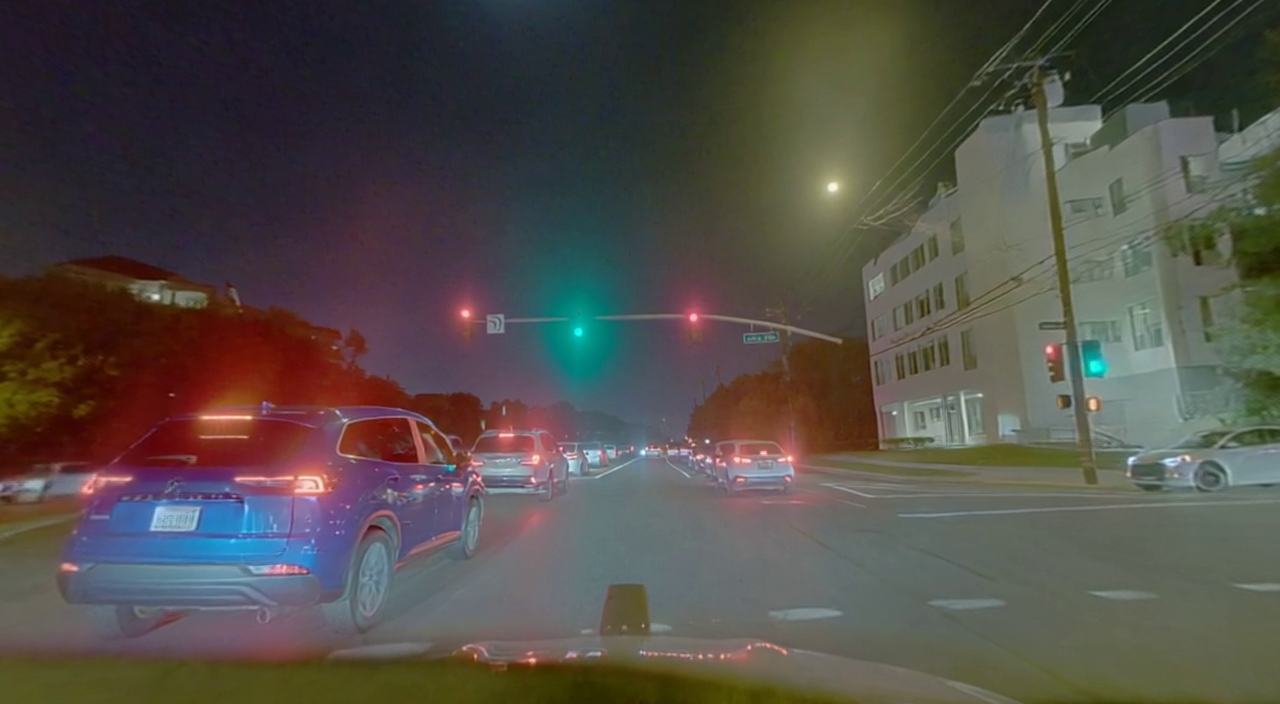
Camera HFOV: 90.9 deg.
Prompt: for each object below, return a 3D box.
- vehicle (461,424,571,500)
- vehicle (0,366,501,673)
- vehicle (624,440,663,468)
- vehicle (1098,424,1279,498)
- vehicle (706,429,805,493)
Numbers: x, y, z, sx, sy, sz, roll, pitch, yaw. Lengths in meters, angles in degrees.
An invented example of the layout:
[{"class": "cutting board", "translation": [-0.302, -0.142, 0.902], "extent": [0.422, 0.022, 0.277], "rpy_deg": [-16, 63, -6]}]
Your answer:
[{"class": "vehicle", "translation": [-3.121, 2.874, 16.850], "extent": [1.958, 1.744, 4.315], "rpy_deg": [0, -8, 1]}, {"class": "vehicle", "translation": [-2.916, 1.274, 5.848], "extent": [2.127, 1.754, 4.287], "rpy_deg": [0, -8, 2]}, {"class": "vehicle", "translation": [0.207, 5.914, 36.625], "extent": [2.185, 1.515, 4.215], "rpy_deg": [0, -8, 0]}, {"class": "vehicle", "translation": [13.650, 2.533, 14.789], "extent": [4.119, 1.574, 2.028], "rpy_deg": [-2, -9, 14]}, {"class": "vehicle", "translation": [3.443, 3.365, 19.809], "extent": [2.201, 1.734, 4.564], "rpy_deg": [0, -8, -1]}]
